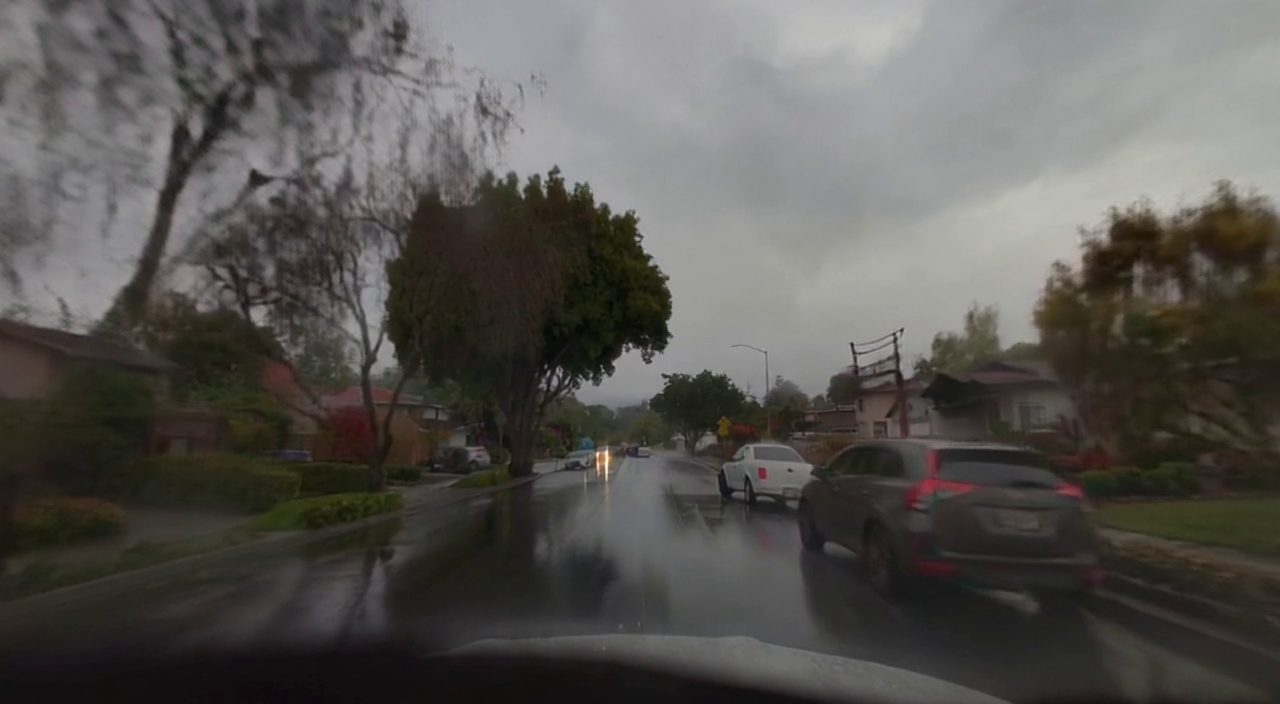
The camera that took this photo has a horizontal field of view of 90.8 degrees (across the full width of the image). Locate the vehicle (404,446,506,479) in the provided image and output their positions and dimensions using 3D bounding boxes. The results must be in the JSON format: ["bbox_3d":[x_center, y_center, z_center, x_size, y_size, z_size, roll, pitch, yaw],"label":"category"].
[{"bbox_3d":[-9.991,5.978,34.403,4.933,1.547,2.125,-2,-8,0],"label":"vehicle"}]

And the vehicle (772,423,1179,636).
[{"bbox_3d":[2.852,1.605,6.826,2.022,1.483,4.565,0,-9,2],"label":"vehicle"}]

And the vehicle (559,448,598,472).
[{"bbox_3d":[-4.012,7.156,42.001,1.987,1.459,4.473,-1,-9,3],"label":"vehicle"}]
